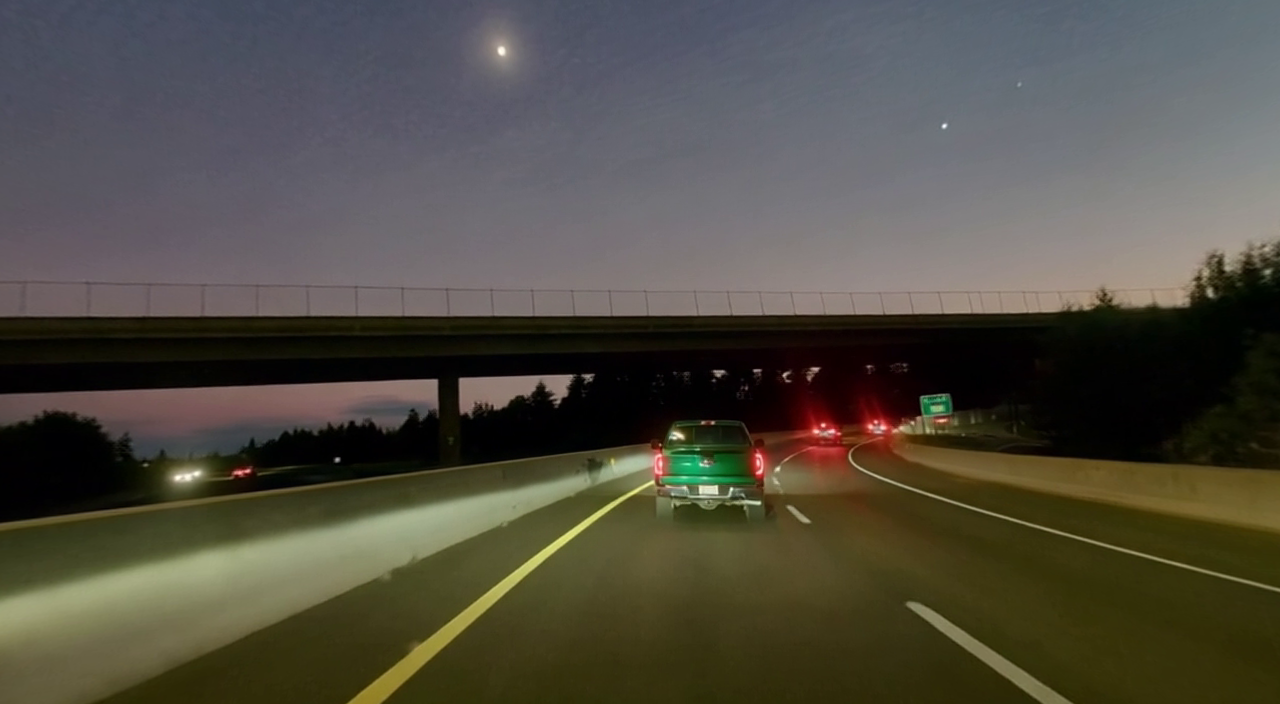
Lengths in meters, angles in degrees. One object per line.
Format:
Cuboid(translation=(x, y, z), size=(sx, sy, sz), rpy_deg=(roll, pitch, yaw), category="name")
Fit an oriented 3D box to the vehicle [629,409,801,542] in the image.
Cuboid(translation=(1.218, 1.942, 10.514), size=(2.235, 1.716, 4.435), rpy_deg=(-1, -9, 7), category="vehicle")
